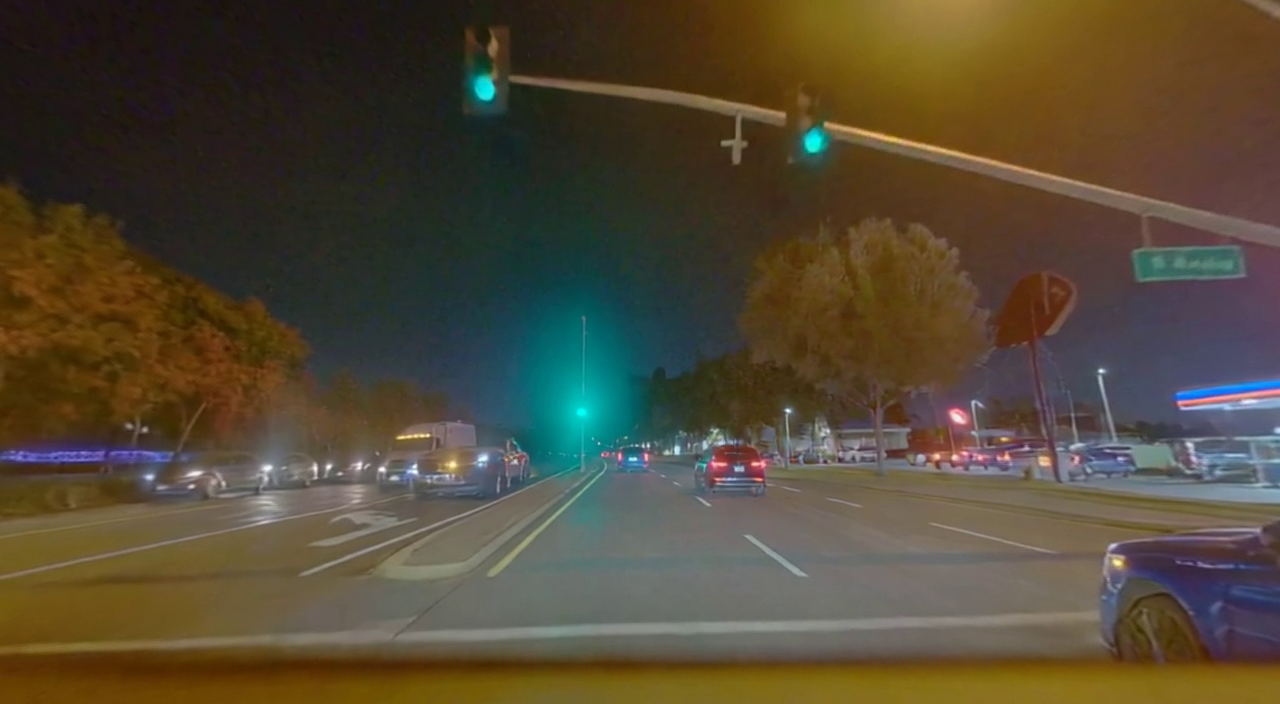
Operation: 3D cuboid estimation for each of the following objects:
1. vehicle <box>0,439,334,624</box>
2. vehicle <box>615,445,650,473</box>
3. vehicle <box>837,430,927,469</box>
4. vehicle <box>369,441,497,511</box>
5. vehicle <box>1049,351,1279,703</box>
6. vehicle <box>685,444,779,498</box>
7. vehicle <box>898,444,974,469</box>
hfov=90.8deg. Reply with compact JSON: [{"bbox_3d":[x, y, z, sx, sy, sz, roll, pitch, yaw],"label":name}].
[{"bbox_3d":[-5.428,1.773,7.433,1.972,1.466,4.493,2,-8,-9],"label":"vehicle"},{"bbox_3d":[-0.494,6.563,38.900,2.029,1.605,3.827,0,-9,-2],"label":"vehicle"},{"bbox_3d":[16.601,6.747,43.740,2.400,2.488,5.485,4,-10,-28],"label":"vehicle"},{"bbox_3d":[-5.148,3.092,16.393,1.953,1.526,4.349,0,-8,-2],"label":"vehicle"},{"bbox_3d":[3.615,0.663,1.293,2.117,1.689,5.113,0,-9,0],"label":"vehicle"},{"bbox_3d":[2.722,3.648,19.809,2.061,1.487,4.462,0,-9,-3],"label":"vehicle"},{"bbox_3d":[20.569,7.252,44.106,2.154,1.670,4.434,4,-9,-24],"label":"vehicle"}]
